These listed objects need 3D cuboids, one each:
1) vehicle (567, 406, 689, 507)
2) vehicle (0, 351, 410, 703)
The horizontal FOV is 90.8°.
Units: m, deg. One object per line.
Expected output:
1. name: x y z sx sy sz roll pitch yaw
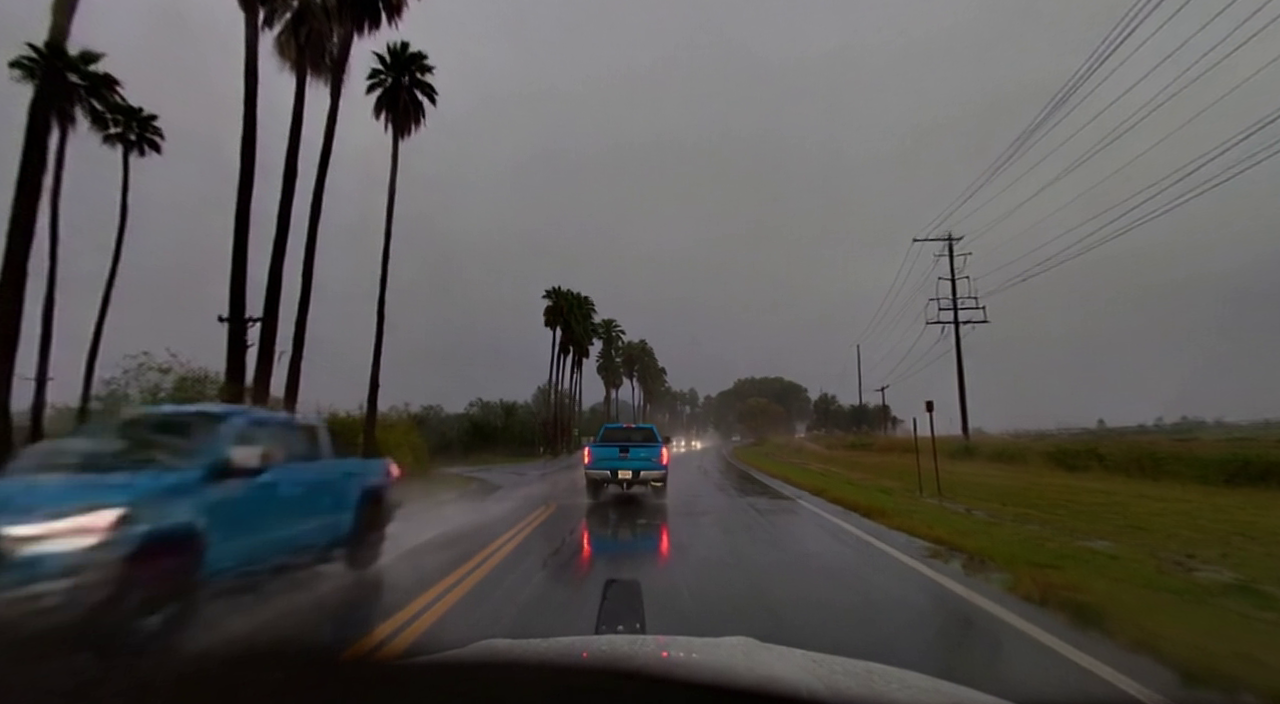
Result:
1. vehicle: -0.306 2.745 17.015 2.693 2.223 5.885 0 -8 -1
2. vehicle: -4.159 1.332 5.709 2.276 1.965 5.009 0 -8 0
